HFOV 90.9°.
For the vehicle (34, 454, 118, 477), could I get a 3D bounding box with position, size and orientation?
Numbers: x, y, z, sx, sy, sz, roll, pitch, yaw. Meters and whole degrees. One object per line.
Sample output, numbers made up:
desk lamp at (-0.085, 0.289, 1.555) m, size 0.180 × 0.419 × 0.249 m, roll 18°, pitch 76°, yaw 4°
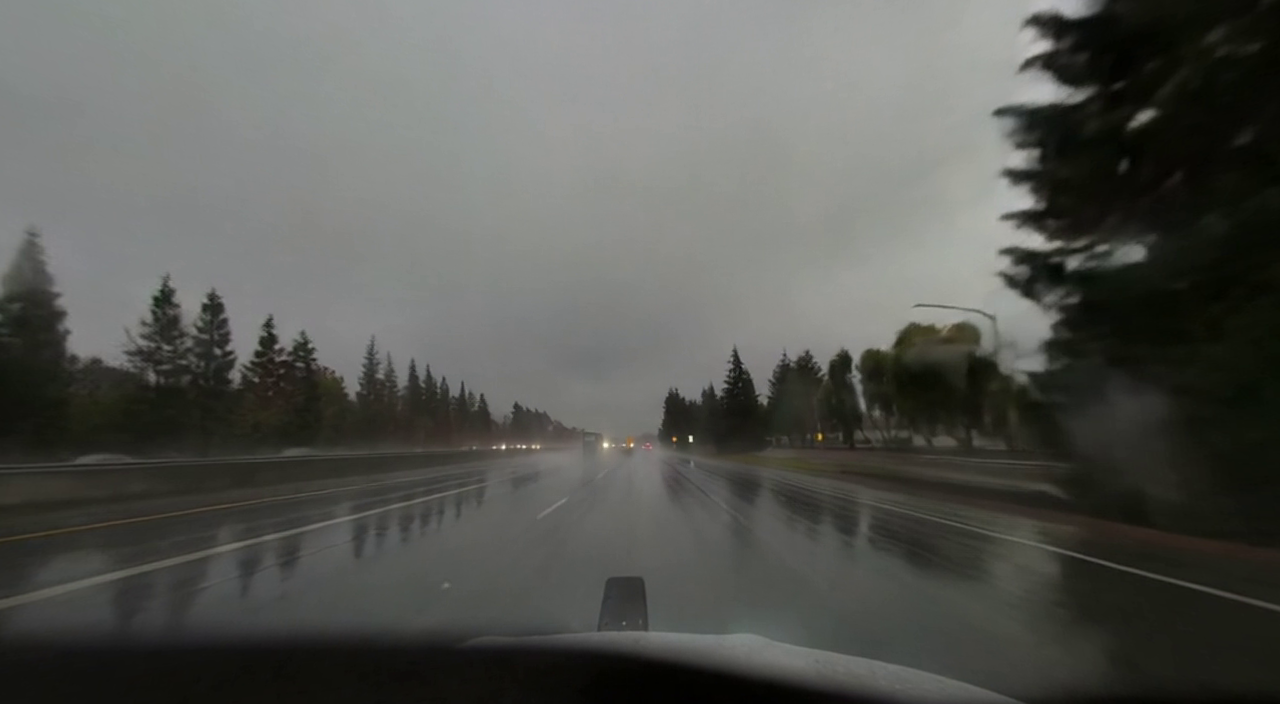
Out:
vehicle at (-38.905, 7.813, 43.681) m, size 1.857 × 1.405 × 4.314 m, roll 0°, pitch -8°, yaw 0°
